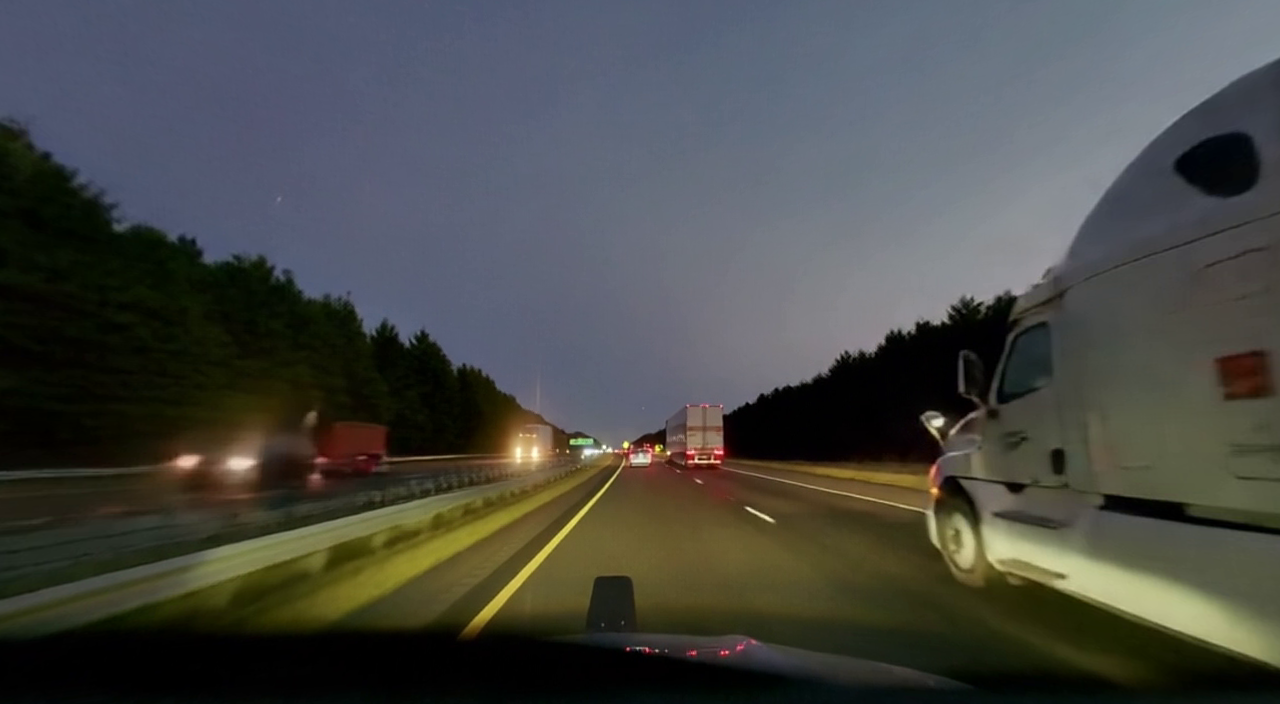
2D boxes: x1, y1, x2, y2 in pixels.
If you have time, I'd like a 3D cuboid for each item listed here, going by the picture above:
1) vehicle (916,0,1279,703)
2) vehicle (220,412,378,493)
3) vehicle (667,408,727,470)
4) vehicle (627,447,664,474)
[{"bbox_3d":[4.426,-0.109,3.462,3.036,3.833,5.892,0,-9,0],"label":"vehicle"},{"bbox_3d":[-12.389,3.748,23.630,2.410,2.596,6.043,0,-9,1],"label":"vehicle"},{"bbox_3d":[4.131,6.947,49.447,2.883,4.057,14.579,0,-9,-2],"label":"vehicle"},{"bbox_3d":[0.285,6.486,37.757,2.051,1.513,4.511,0,-9,-1],"label":"vehicle"}]
